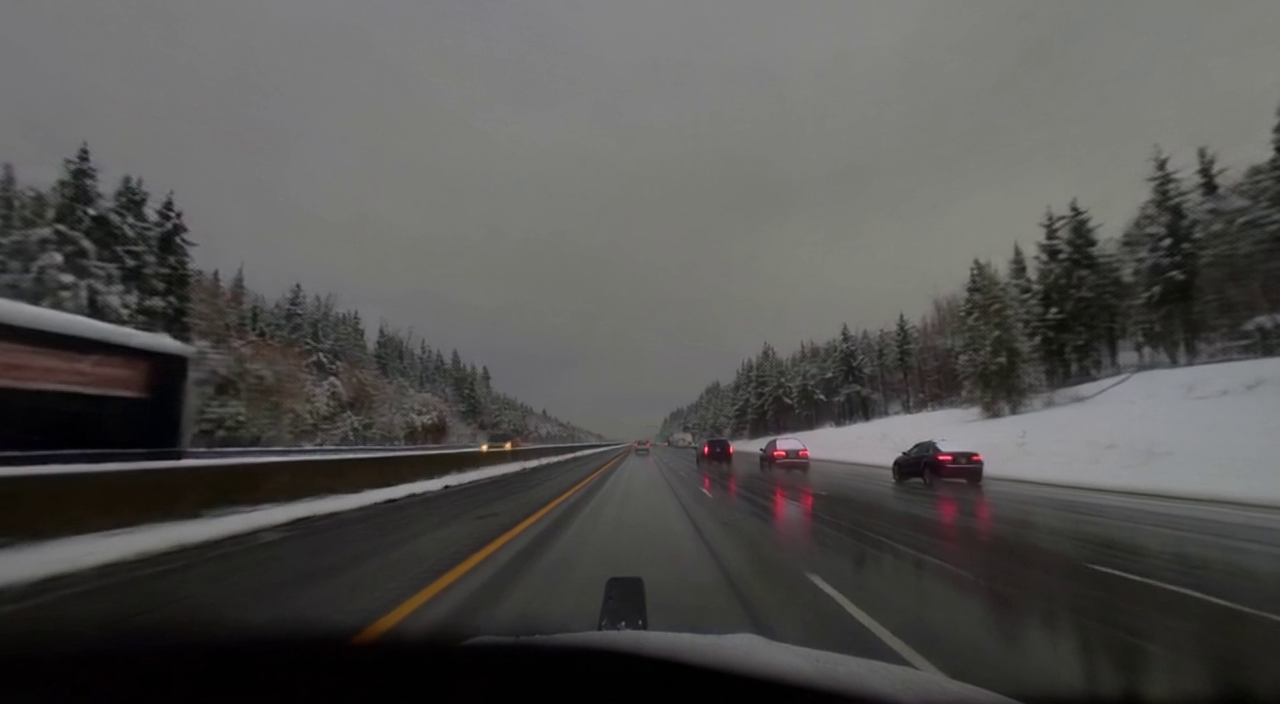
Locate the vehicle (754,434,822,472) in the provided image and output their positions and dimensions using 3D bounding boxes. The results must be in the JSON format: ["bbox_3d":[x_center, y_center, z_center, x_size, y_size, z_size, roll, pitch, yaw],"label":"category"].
[{"bbox_3d":[7.248,5.016,31.422,2.178,1.749,4.570,0,-8,-1],"label":"vehicle"}]

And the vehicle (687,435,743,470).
[{"bbox_3d":[3.800,5.188,32.667,2.326,1.644,4.206,0,-8,-1],"label":"vehicle"}]

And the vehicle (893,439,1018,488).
[{"bbox_3d":[10.684,3.785,21.810,1.970,1.479,4.480,0,-8,0],"label":"vehicle"}]

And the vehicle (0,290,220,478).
[{"bbox_3d":[-14.011,0.762,13.195,3.009,3.639,10.635,0,-8,0],"label":"vehicle"}]
